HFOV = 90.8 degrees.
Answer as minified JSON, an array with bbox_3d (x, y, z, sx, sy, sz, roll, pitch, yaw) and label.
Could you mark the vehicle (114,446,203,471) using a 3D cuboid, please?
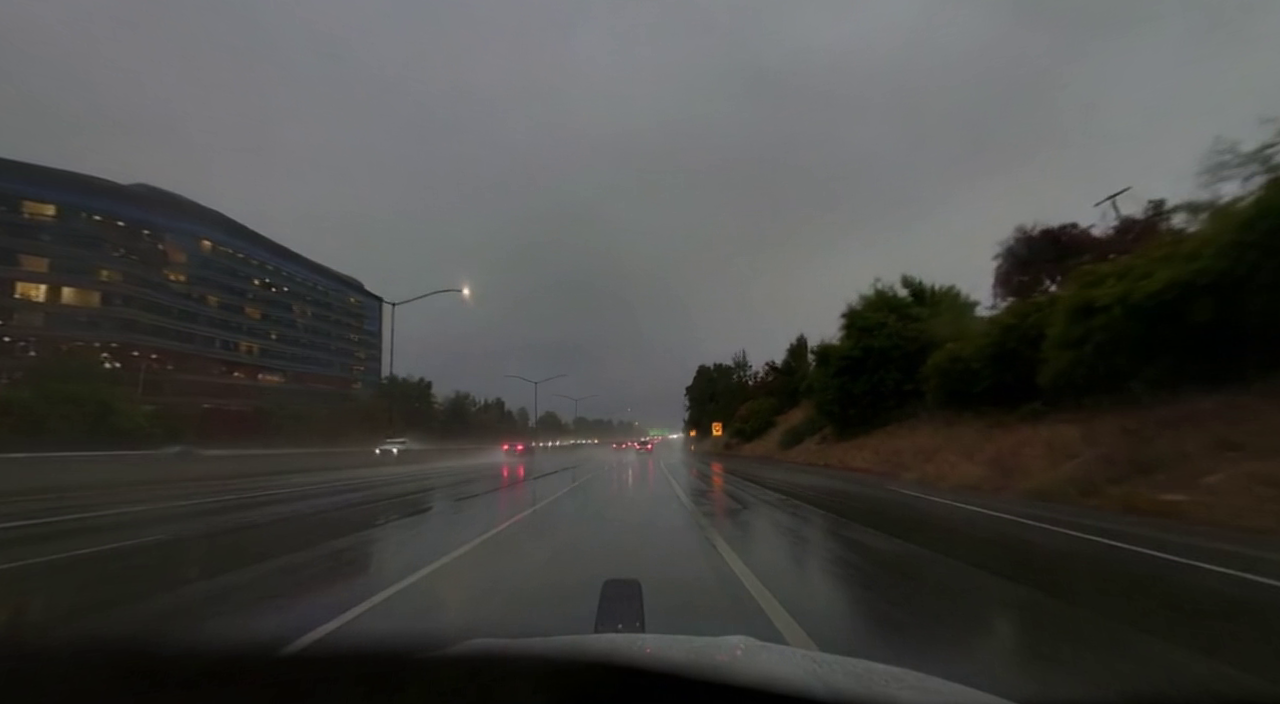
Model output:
[{"bbox_3d":[-30.721,6.774,40.542,1.868,1.463,4.793,-1,-8,1],"label":"vehicle"}]
